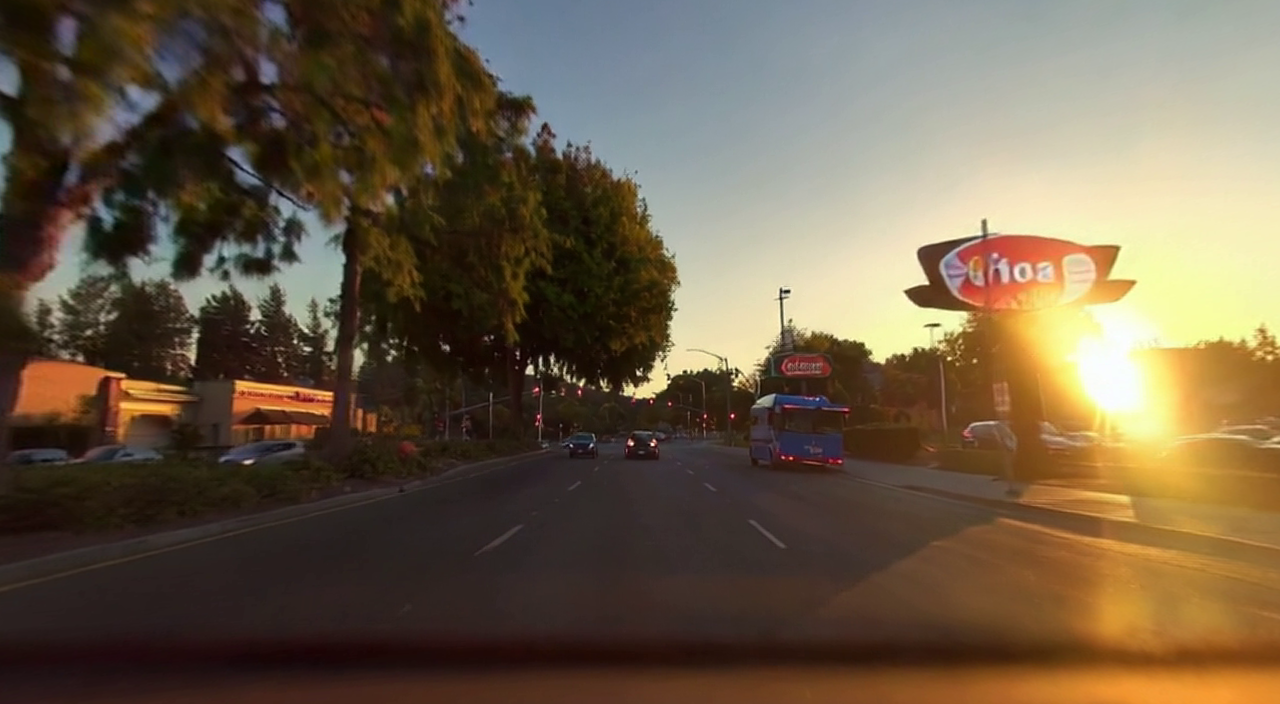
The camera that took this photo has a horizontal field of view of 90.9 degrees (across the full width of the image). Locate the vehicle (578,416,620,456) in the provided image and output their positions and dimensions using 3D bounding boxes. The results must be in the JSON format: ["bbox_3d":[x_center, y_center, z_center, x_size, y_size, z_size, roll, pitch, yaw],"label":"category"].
[{"bbox_3d":[-3.081,6.561,48.966,2.715,2.791,7.171,-1,-8,1],"label":"vehicle"}]

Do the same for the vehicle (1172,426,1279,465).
[{"bbox_3d":[26.124,4.006,27.105,4.545,1.571,1.769,-5,-9,26],"label":"vehicle"}]

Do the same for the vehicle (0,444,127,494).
[{"bbox_3d":[-22.733,4.382,24.089,1.936,1.654,4.857,-1,-8,4],"label":"vehicle"}]

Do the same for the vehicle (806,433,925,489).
[{"bbox_3d":[6.720,3.280,19.392,1.980,1.473,4.537,-1,-8,0],"label":"vehicle"}]

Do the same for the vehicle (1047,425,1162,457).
[{"bbox_3d":[29.542,5.713,40.369,5.568,1.930,2.081,-5,-9,29],"label":"vehicle"}]

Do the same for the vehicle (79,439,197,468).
[{"bbox_3d":[-29.343,5.936,37.148,1.971,1.578,5.304,-2,-8,11],"label":"vehicle"}]

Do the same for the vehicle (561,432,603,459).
[{"bbox_3d":[-3.400,5.593,37.815,2.008,1.500,4.369,-1,-8,1],"label":"vehicle"}]

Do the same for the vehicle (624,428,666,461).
[{"bbox_3d":[0.284,5.179,35.392,2.209,1.718,4.008,-1,-8,1],"label":"vehicle"}]

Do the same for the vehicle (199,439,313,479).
[{"bbox_3d":[-15.693,4.371,26.084,1.836,1.464,4.440,-1,-8,1],"label":"vehicle"}]

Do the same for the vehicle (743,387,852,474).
[{"bbox_3d":[6.824,3.628,28.708,2.891,3.361,7.843,0,-8,0],"label":"vehicle"}]

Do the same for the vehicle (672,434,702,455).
[{"bbox_3d":[3.608,7.181,48.993,2.075,1.540,4.411,-1,-8,1],"label":"vehicle"}]

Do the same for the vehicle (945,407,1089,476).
[{"bbox_3d":[13.744,3.238,22.891,5.354,2.214,2.504,6,-10,-37],"label":"vehicle"}]
